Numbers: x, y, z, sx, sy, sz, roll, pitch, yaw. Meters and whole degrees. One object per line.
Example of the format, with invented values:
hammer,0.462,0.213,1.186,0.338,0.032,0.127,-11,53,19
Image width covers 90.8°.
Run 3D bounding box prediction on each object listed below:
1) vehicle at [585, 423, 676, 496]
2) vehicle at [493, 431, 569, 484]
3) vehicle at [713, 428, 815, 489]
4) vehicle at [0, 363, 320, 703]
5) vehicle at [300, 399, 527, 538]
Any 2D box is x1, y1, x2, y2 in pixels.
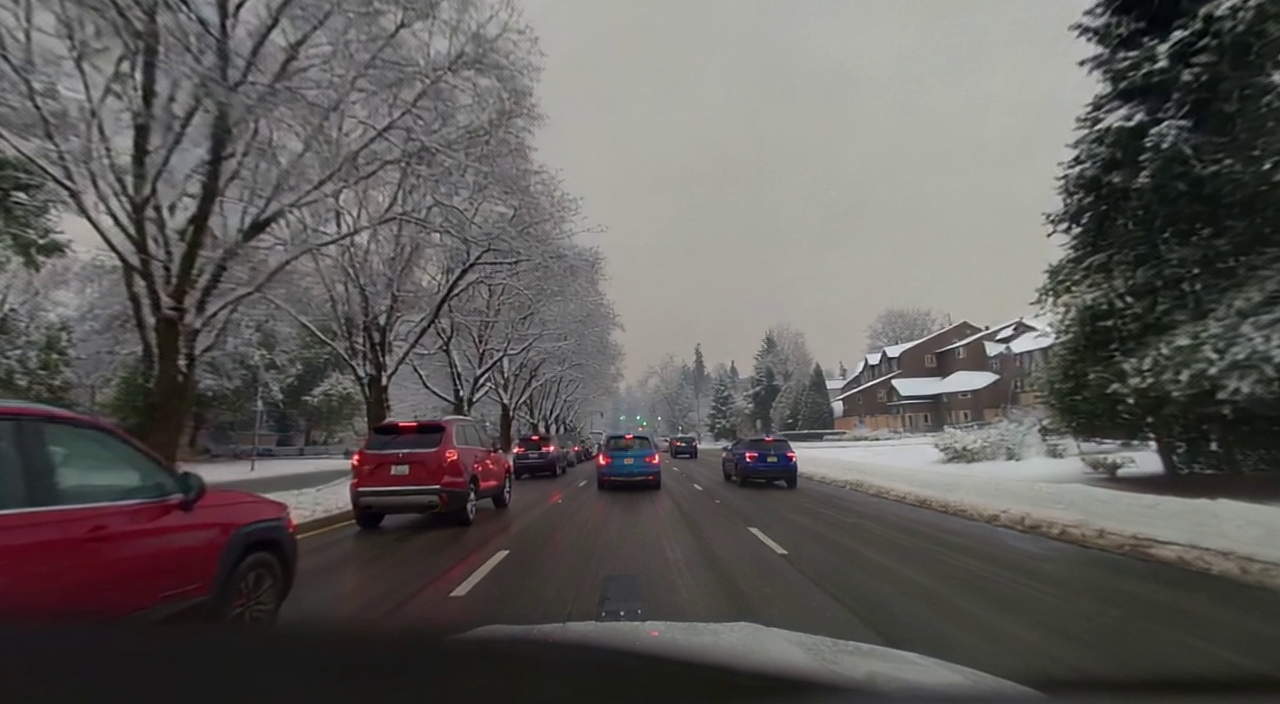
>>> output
vehicle,-0.245,2.815,16.863,2.112,1.693,4.058,0,-8,-1
vehicle,-3.708,3.664,22.263,1.948,1.668,4.279,0,-8,0
vehicle,3.764,3.333,20.114,2.188,1.685,4.604,0,-8,-2
vehicle,-3.106,0.800,1.825,2.074,1.566,4.392,0,-8,0
vehicle,-3.626,1.990,11.379,2.304,1.928,4.833,0,-8,0
